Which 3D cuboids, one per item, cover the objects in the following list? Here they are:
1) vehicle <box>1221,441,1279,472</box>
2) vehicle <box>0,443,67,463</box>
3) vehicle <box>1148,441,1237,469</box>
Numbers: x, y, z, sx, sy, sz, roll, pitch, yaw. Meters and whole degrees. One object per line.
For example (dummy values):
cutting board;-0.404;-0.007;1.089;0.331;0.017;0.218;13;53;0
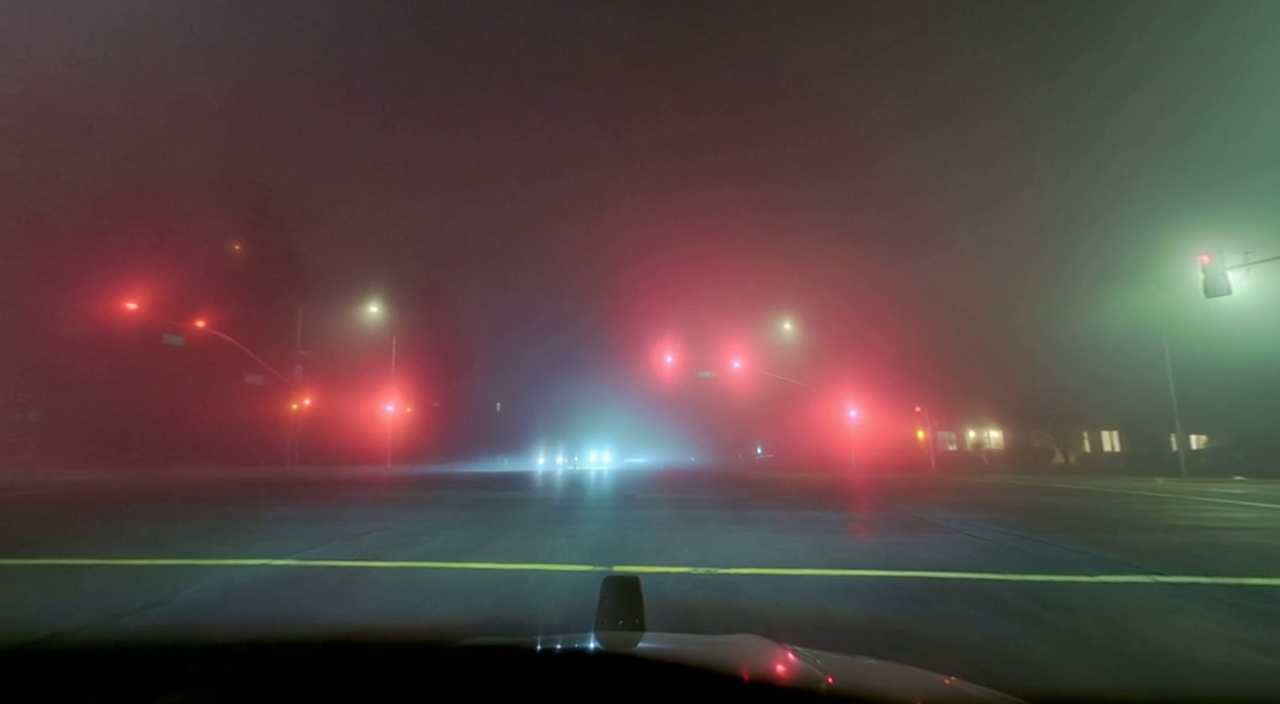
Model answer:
vehicle;37.583;6.143;37.268;1.915;1.773;4.499;1;-9;-9
vehicle;-44.289;7.286;45.714;3.949;1.422;1.744;0;-9;2
vehicle;36.778;6.854;42.245;1.853;1.723;4.460;0;-9;0
